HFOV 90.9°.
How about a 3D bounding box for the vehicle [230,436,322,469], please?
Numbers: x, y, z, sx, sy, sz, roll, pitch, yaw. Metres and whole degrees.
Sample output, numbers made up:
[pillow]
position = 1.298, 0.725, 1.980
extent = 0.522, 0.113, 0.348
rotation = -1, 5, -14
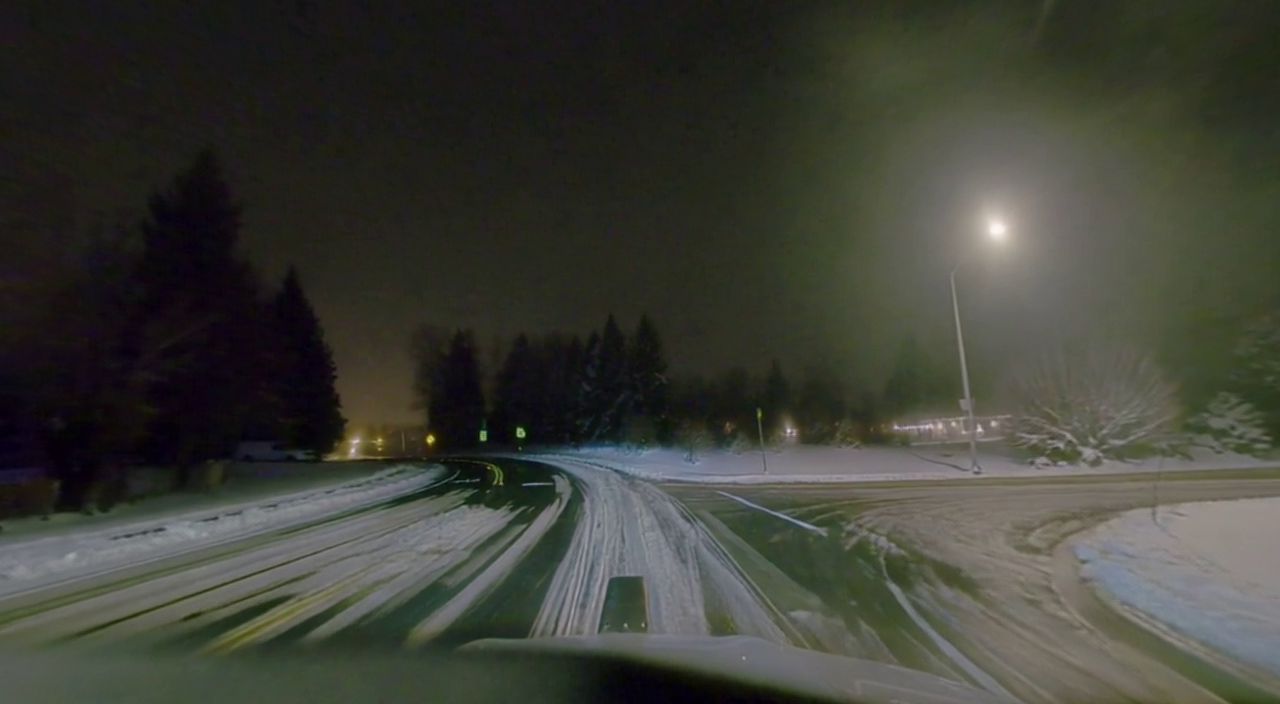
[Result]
[vehicle]
position = -23.118, 6.362, 40.062
extent = 4.699, 1.996, 2.116
rotation = -2, -8, 11
